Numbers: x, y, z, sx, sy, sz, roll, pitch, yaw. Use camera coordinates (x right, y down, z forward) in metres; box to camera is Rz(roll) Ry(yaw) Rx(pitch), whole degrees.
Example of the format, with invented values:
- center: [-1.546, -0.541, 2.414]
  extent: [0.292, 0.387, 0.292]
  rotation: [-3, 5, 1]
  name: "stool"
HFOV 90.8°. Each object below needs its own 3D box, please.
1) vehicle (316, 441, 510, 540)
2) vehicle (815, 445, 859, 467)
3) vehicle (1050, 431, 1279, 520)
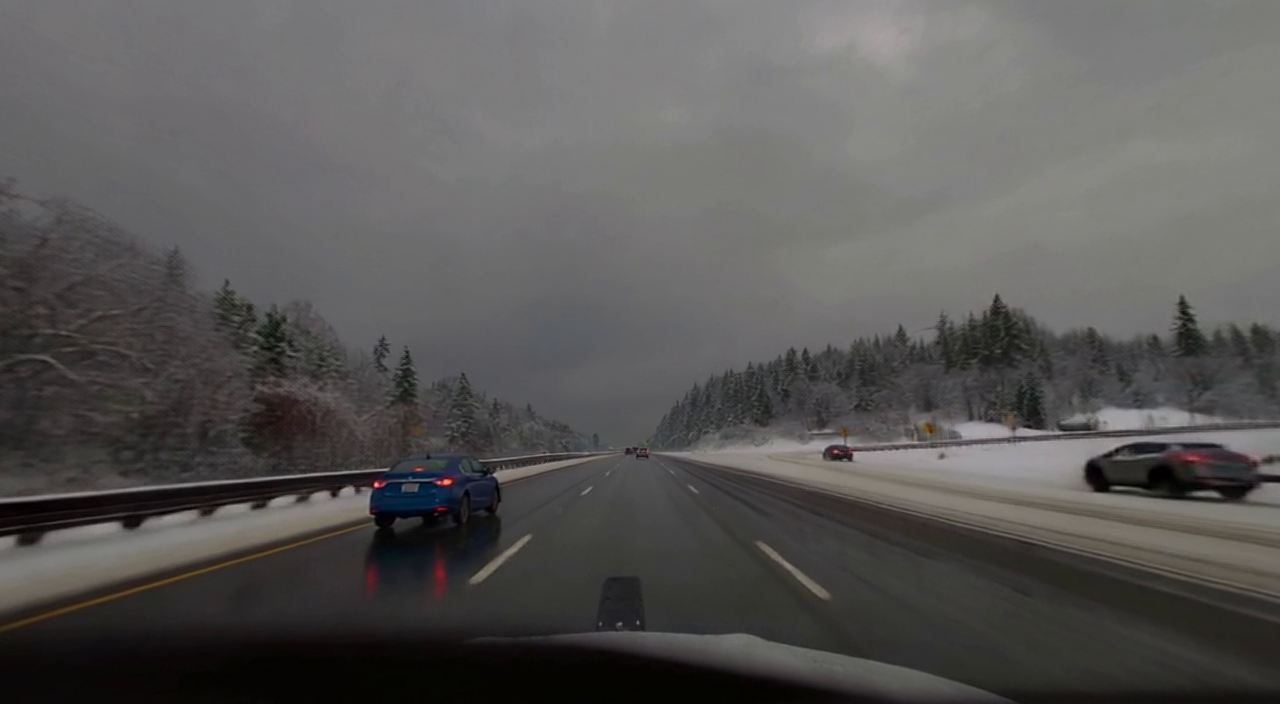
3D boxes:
- center: [-3.852, 2.417, 11.692]
  extent: [1.873, 1.438, 4.546]
  rotation: [-1, -9, 1]
  name: "vehicle"
- center: [13.854, 7.347, 44.622]
  extent: [1.805, 1.427, 4.447]
  rotation: [-1, -9, 2]
  name: "vehicle"
- center: [10.872, 2.436, 12.999]
  extent: [1.884, 1.485, 4.600]
  rotation: [-1, -9, 3]
  name: "vehicle"
